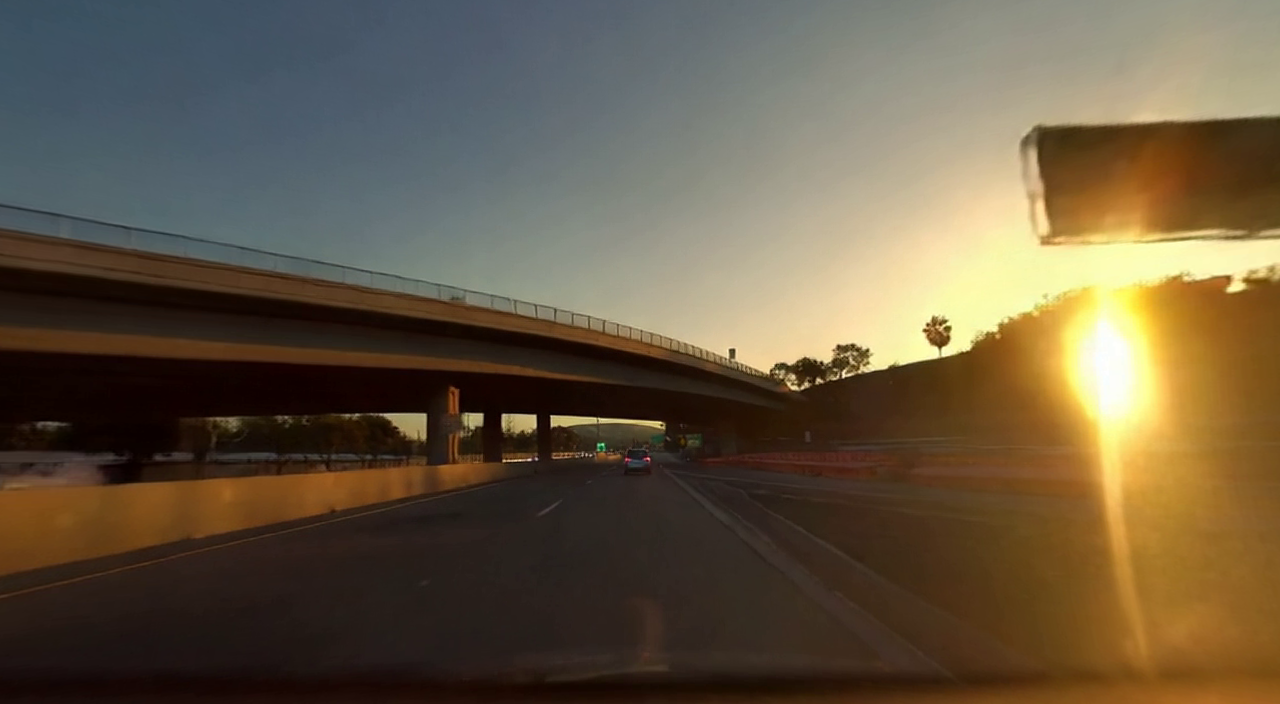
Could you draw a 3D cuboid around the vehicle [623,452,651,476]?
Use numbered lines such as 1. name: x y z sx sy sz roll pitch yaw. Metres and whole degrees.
1. vehicle: -0.146 6.948 39.356 1.695 1.437 3.506 0 -9 1
